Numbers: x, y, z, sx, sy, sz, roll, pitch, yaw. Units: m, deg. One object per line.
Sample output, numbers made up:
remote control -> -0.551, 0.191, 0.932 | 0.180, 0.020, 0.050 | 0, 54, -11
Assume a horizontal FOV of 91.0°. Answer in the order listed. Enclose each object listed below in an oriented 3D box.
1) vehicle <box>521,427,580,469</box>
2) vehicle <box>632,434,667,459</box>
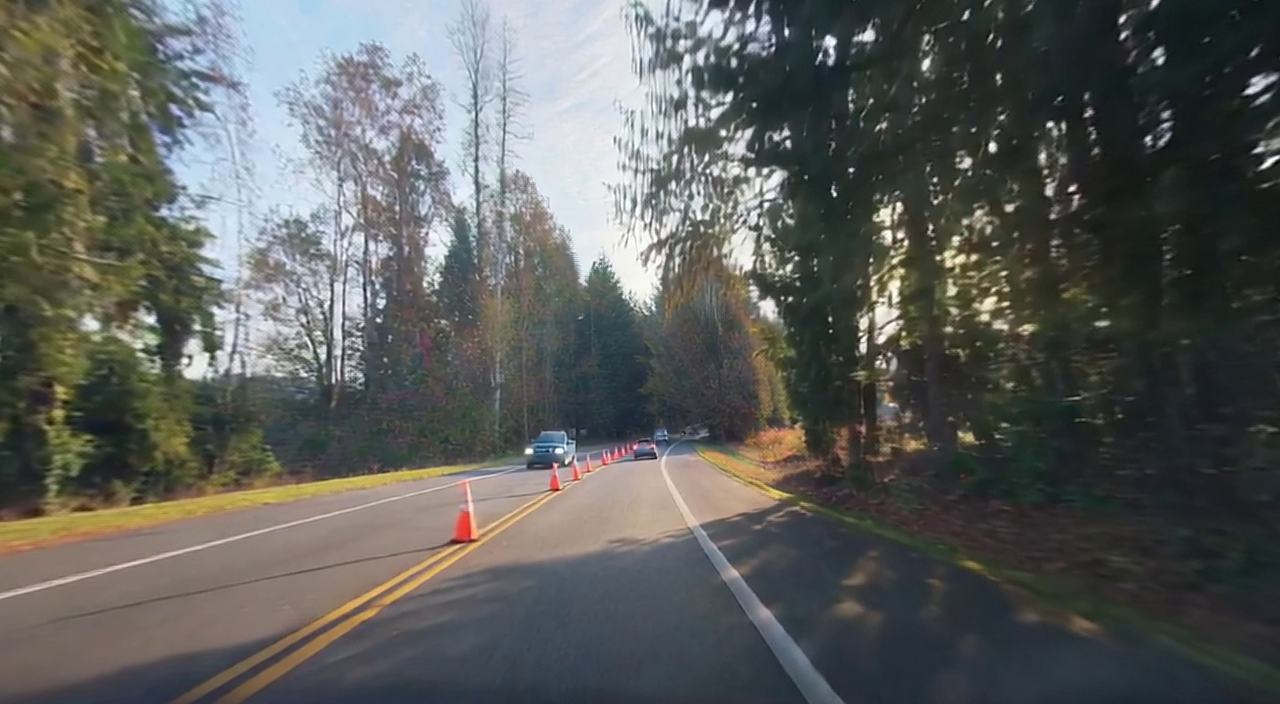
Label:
vehicle -> -4.343, 4.760, 31.253 | 2.079, 1.880, 4.493 | -1, -9, 2
vehicle -> 0.640, 6.108, 40.524 | 2.042, 1.489, 3.963 | -1, -9, 3
